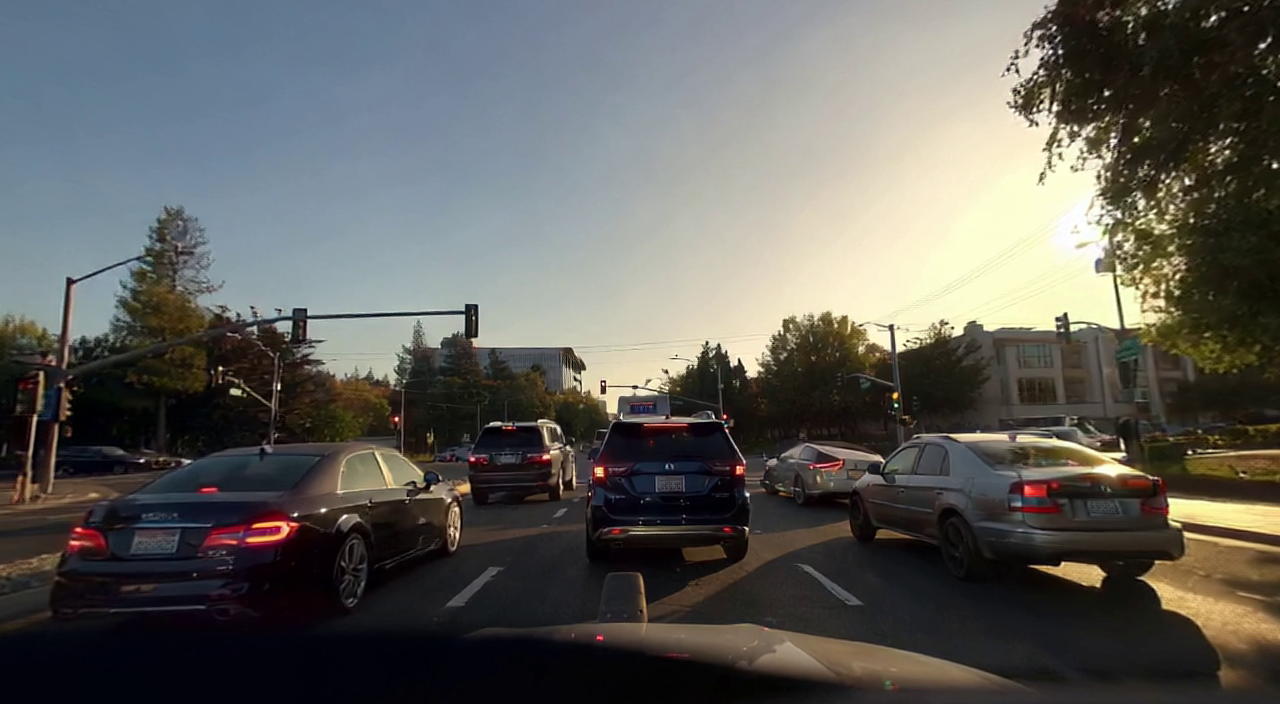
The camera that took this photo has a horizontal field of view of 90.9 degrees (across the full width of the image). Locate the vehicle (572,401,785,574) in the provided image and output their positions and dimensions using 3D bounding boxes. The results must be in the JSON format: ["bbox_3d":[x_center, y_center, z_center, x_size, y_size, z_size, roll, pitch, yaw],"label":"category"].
[{"bbox_3d":[0.386,1.710,8.695,2.172,1.764,4.338,0,-8,0],"label":"vehicle"}]

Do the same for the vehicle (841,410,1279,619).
[{"bbox_3d":[3.914,1.552,6.944,1.954,1.592,3.992,0,-8,-2],"label":"vehicle"}]

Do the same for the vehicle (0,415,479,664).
[{"bbox_3d":[-3.071,1.458,6.037,1.876,1.497,4.308,0,-8,0],"label":"vehicle"}]

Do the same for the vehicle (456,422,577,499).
[{"bbox_3d":[-3.215,2.998,17.821,2.230,1.834,5.469,0,-8,1],"label":"vehicle"}]
